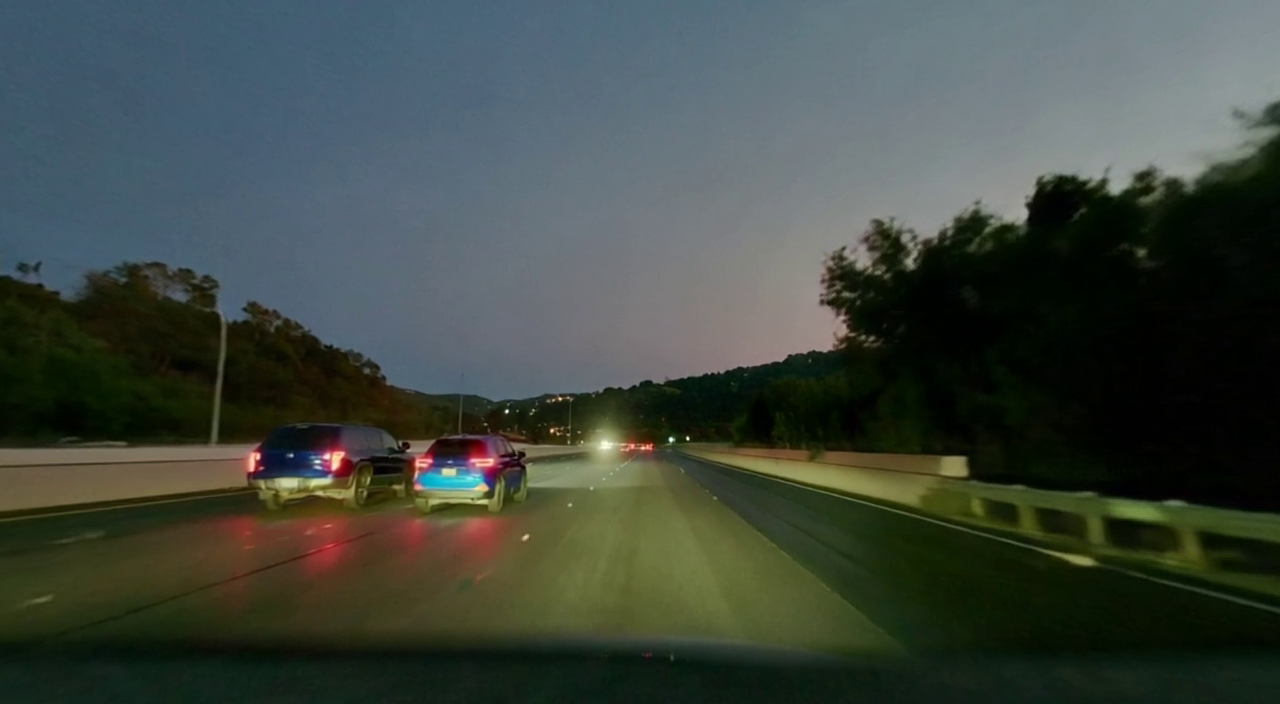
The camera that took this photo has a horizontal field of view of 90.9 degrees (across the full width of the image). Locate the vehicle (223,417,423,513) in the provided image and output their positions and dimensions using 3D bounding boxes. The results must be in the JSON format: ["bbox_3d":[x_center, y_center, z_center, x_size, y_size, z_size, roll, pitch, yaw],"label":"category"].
[{"bbox_3d":[-7.273,2.650,15.277,2.151,1.925,4.945,0,-9,1],"label":"vehicle"}]

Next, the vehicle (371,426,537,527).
[{"bbox_3d":[-3.463,2.406,12.742,1.983,1.663,4.290,0,-9,1],"label":"vehicle"}]
